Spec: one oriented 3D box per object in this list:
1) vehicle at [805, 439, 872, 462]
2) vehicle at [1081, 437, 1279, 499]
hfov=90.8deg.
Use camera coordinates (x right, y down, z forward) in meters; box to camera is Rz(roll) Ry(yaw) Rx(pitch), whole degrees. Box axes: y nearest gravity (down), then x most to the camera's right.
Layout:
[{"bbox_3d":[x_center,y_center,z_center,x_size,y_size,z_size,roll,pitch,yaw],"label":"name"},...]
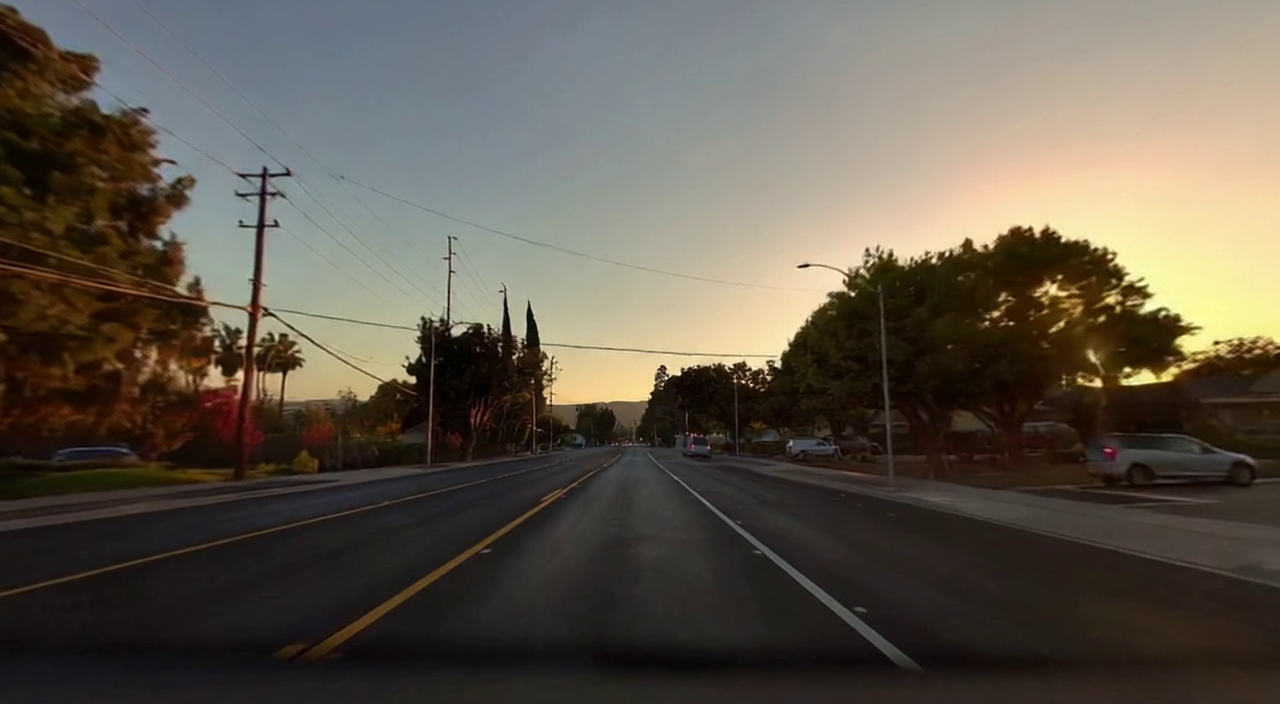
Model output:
[{"bbox_3d":[15.208,7.581,48.598,4.505,1.671,1.888,0,-9,-2],"label":"vehicle"},{"bbox_3d":[14.426,2.928,16.181,4.664,1.450,2.025,0,-8,3],"label":"vehicle"}]
